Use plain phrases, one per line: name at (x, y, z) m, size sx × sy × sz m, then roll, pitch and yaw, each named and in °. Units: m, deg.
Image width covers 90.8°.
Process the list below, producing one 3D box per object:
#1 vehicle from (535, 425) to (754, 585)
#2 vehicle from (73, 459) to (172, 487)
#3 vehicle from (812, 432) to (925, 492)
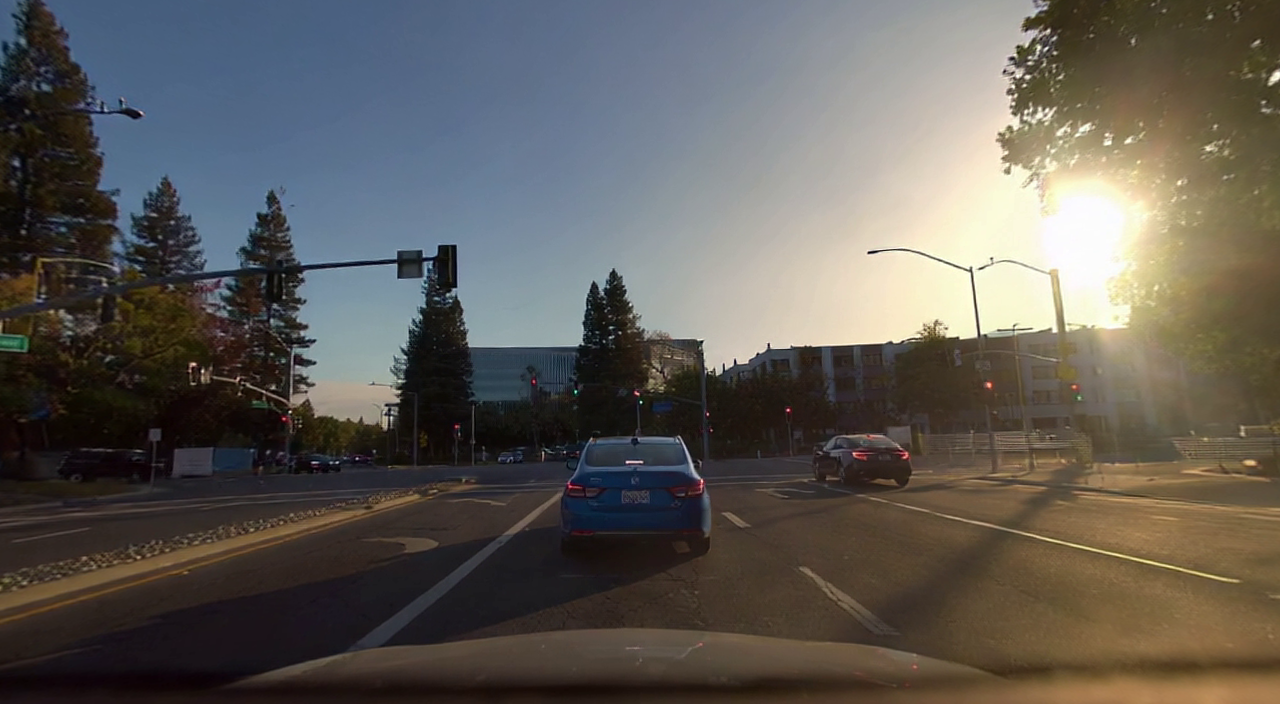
vehicle at (-0.014, 1.763, 8.145) m, size 2.070 × 1.488 × 4.206 m, roll 0°, pitch -8°, yaw -2°
vehicle at (-32.377, 7.556, 39.649) m, size 4.401 × 1.625 × 1.863 m, roll 0°, pitch -8°, yaw -4°
vehicle at (7.060, 3.440, 20.073) m, size 2.039 × 1.692 × 4.319 m, roll 0°, pitch -8°, yaw 1°
